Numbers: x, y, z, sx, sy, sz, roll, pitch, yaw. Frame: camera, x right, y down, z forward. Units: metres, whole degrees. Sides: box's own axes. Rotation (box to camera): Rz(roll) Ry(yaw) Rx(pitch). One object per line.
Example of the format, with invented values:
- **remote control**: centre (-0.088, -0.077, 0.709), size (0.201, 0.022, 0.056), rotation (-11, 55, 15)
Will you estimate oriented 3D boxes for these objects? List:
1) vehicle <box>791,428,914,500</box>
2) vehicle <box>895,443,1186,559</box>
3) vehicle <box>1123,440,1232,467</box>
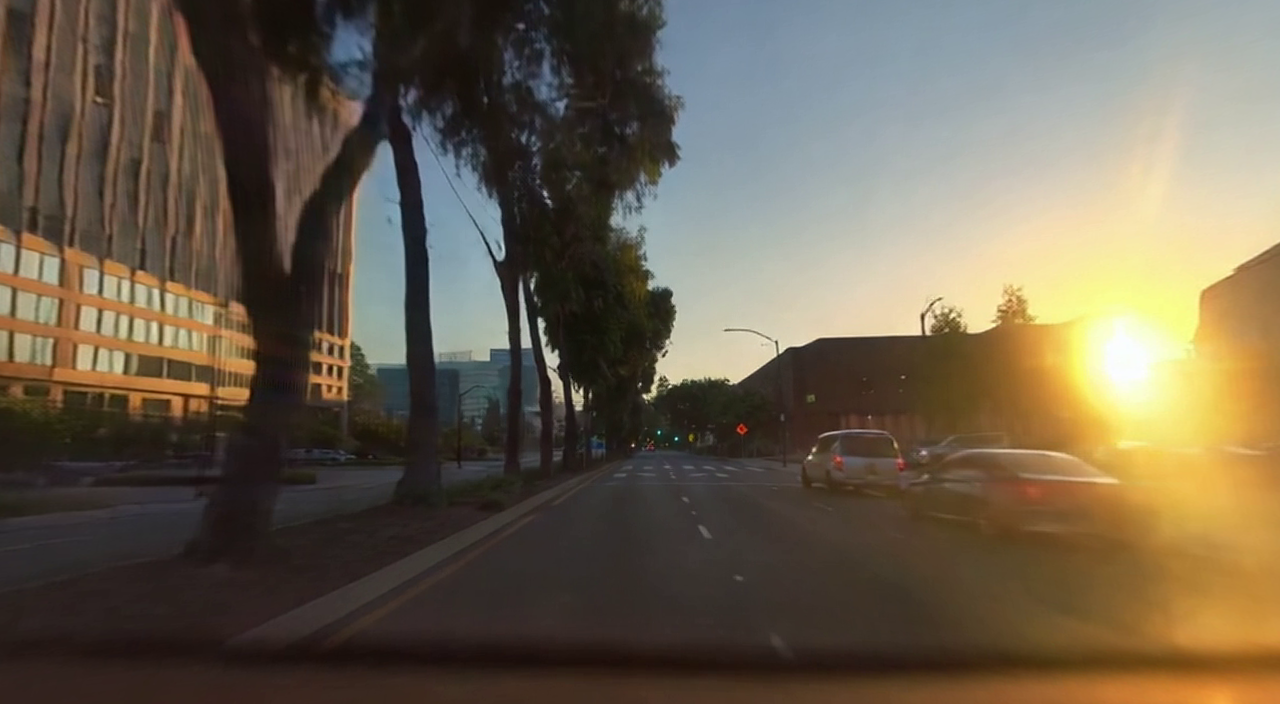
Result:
- **vehicle**: centre (6.228, 3.326, 19.161), size (2.045, 1.890, 4.876), rotation (0, -8, 0)
- **vehicle**: centre (6.224, 2.306, 10.673), size (1.948, 1.511, 4.623), rotation (0, -8, 1)
- **vehicle**: centre (30.362, 5.741, 35.691), size (4.373, 1.489, 1.908), rotation (0, -8, 1)
